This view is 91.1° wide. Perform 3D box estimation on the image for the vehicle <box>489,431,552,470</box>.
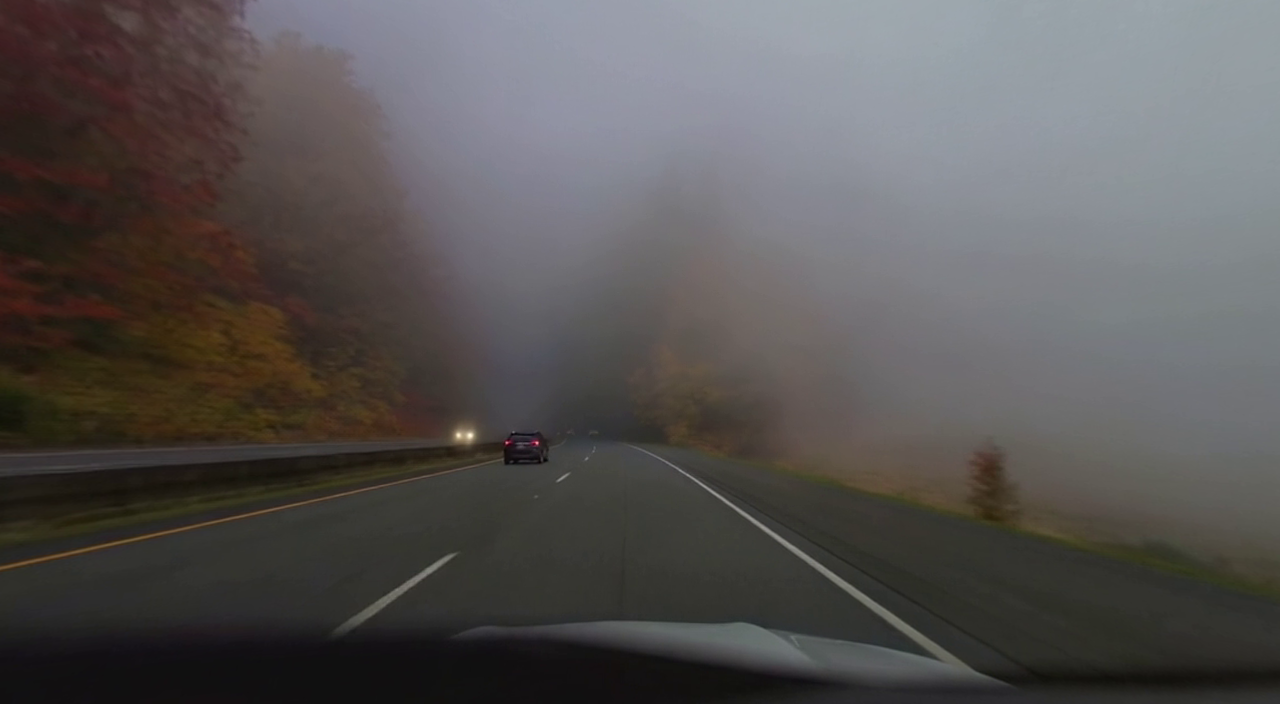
[{"bbox_3d":[-5.207,4.344,28.047,2.073,1.559,4.393,0,-8,-2],"label":"vehicle"}]
